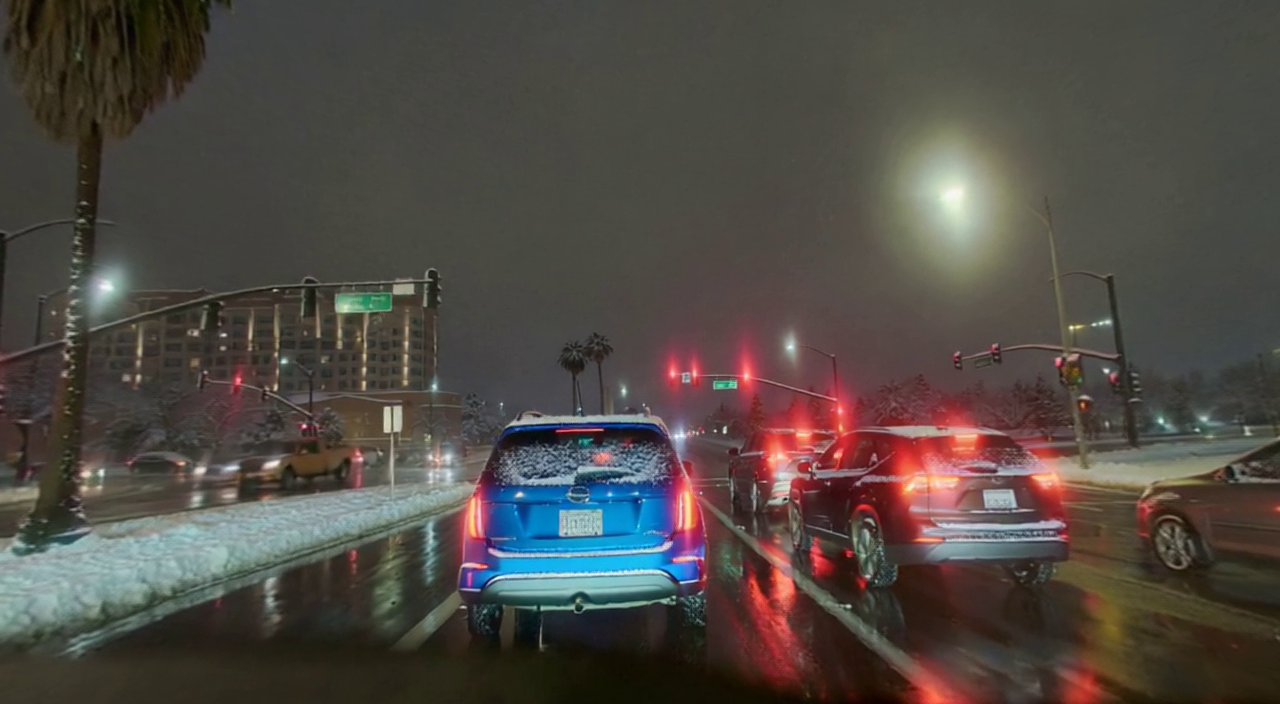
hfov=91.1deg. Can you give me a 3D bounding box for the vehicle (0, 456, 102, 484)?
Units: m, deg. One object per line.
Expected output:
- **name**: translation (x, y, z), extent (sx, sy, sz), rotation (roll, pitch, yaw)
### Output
- **vehicle**: translation (-40.710, 8.124, 43.381), extent (4.993, 1.788, 2.075), rotation (0, -9, 1)

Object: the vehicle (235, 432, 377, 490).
- **vehicle**: translation (-12.415, 4.093, 23.934), extent (2.317, 1.924, 5.636), rotation (0, -9, 0)

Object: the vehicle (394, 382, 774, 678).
- **vehicle**: translation (-0.319, 1.322, 5.710), extent (2.172, 1.694, 4.055), rotation (0, -8, 0)

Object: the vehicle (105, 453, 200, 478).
- **vehicle**: translation (-36.568, 8.524, 47.143), extent (5.347, 1.785, 2.123), rotation (0, -8, 1)

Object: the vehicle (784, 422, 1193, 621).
- **vehicle**: translation (3.143, 1.612, 7.023), extent (1.971, 1.473, 4.495), rotation (0, -8, 0)
